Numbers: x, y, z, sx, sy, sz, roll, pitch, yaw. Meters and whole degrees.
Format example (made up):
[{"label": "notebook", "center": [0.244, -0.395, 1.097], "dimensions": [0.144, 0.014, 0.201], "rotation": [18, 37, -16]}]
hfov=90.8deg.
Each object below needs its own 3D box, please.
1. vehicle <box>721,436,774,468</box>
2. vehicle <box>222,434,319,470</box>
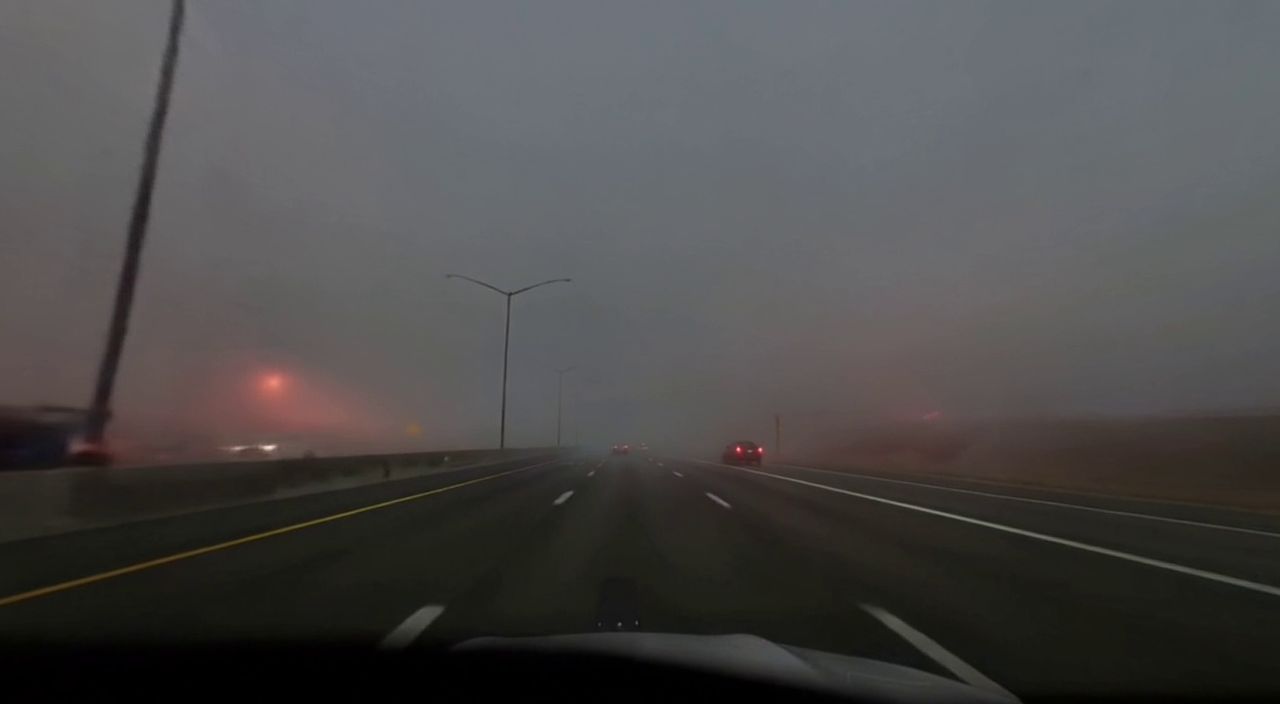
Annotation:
[{"label": "vehicle", "center": [6.146, 5.828, 36.757], "dimensions": [2.104, 1.723, 4.538], "rotation": [1, -9, -2]}, {"label": "vehicle", "center": [-18.192, 4.961, 31.426], "dimensions": [1.924, 1.597, 4.899], "rotation": [1, -9, -1]}]
